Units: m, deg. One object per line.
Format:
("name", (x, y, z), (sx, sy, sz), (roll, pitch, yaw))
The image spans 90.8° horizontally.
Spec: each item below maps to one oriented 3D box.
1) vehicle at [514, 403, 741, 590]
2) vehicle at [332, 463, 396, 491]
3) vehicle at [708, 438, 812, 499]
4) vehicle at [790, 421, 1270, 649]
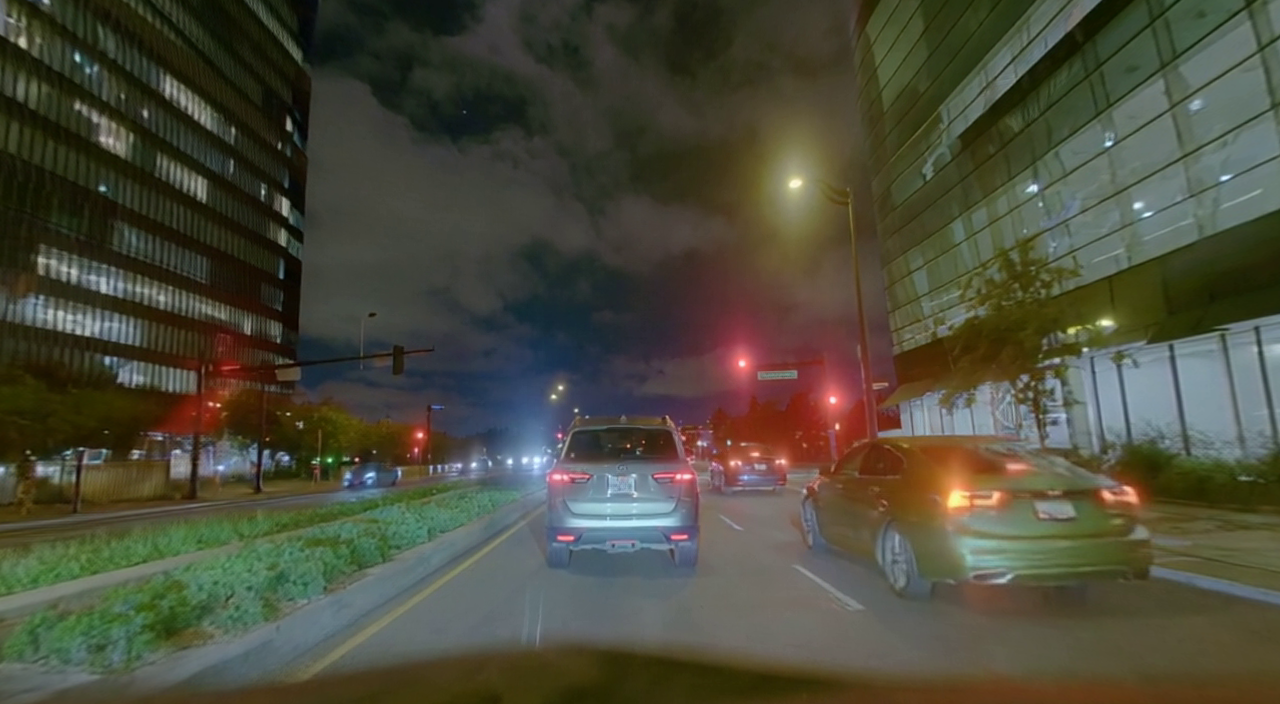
("vehicle", (-0.202, 1.706, 8.302), (2.178, 1.779, 4.255), (0, -8, -2))
("vehicle", (-15.807, 7.159, 36.414), (1.798, 1.409, 4.239), (0, -8, -1))
("vehicle", (3.412, 3.413, 18.892), (2.128, 1.582, 4.188), (0, -8, -3))
("vehicle", (3.114, 1.531, 6.405), (1.993, 1.480, 4.324), (0, -8, -2))
